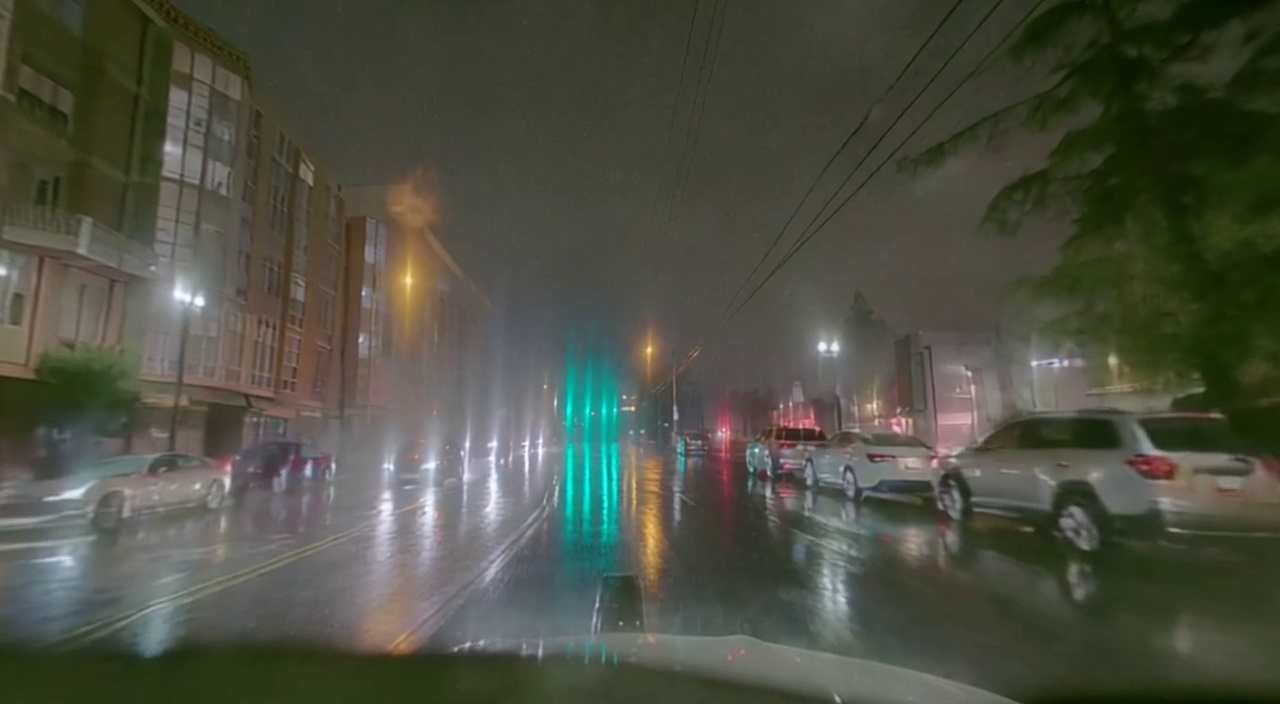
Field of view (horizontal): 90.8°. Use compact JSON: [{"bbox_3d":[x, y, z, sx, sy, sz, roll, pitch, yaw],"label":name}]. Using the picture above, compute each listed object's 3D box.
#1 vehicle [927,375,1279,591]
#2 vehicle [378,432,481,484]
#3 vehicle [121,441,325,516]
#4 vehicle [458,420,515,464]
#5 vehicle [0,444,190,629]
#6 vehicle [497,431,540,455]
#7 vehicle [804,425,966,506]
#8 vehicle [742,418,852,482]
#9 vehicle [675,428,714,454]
[{"bbox_3d":[5.888,1.515,8.153,1.945,1.931,4.778,0,-8,-2],"label":"vehicle"},{"bbox_3d":[-6.668,3.400,20.538,2.095,1.493,4.216,0,-8,-3],"label":"vehicle"},{"bbox_3d":[-9.672,2.923,15.226,2.012,1.514,4.450,0,-8,-3],"label":"vehicle"},{"bbox_3d":[-7.430,4.436,31.107,1.937,1.944,4.640,0,-8,-4],"label":"vehicle"},{"bbox_3d":[-6.070,1.501,5.123,1.803,1.472,4.164,0,-8,-1],"label":"vehicle"},{"bbox_3d":[-7.808,5.941,41.142,2.052,1.481,4.248,0,-8,-1],"label":"vehicle"},{"bbox_3d":[5.390,2.540,14.604,1.915,1.569,4.117,0,-8,-3],"label":"vehicle"},{"bbox_3d":[4.906,3.192,20.700,2.059,1.804,5.182,0,-8,-3],"label":"vehicle"},{"bbox_3d":[3.499,5.830,41.358,1.957,1.572,4.418,0,-8,-3],"label":"vehicle"}]
